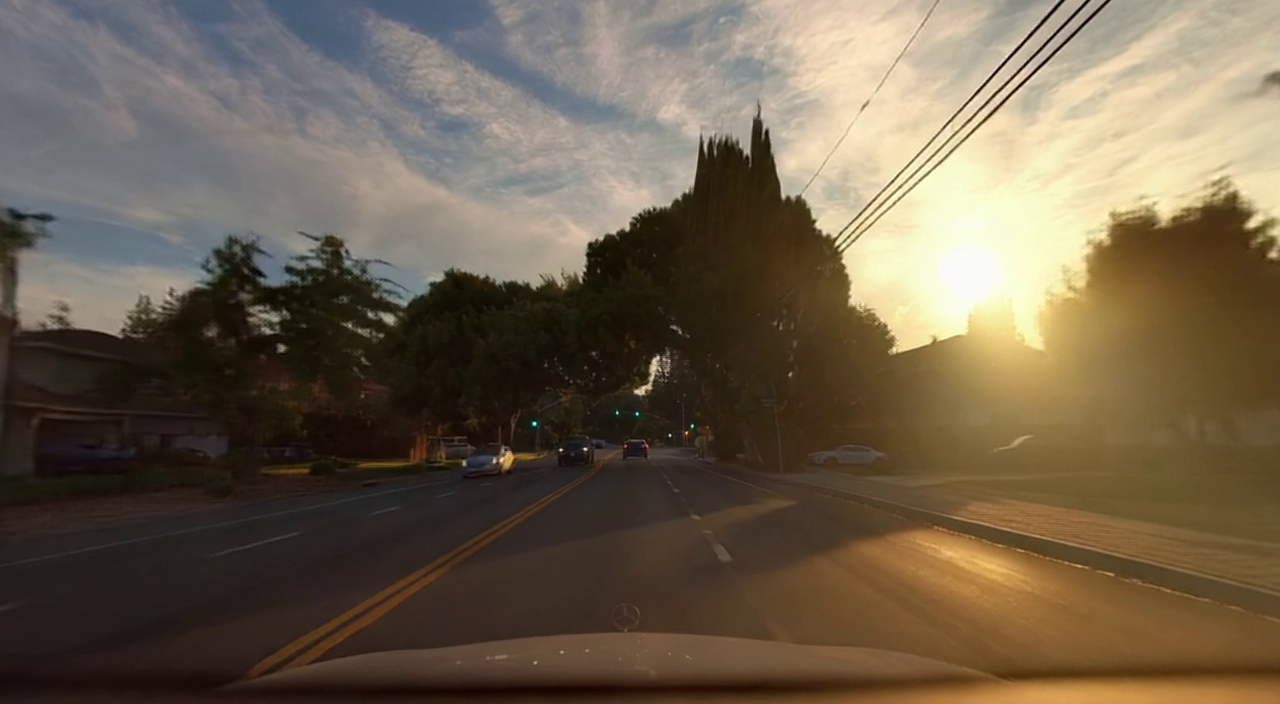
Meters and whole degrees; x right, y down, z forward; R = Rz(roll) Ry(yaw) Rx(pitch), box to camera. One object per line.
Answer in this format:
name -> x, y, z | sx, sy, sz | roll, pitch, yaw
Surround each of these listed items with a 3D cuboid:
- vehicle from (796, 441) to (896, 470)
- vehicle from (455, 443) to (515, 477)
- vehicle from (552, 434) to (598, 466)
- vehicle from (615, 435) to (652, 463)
vehicle -> 11.110, 5.605, 34.289 | 4.697, 1.462, 1.881 | 0, -8, -2
vehicle -> -7.432, 5.210, 30.710 | 1.961, 1.510, 3.827 | 0, -9, 0
vehicle -> -4.185, 6.475, 41.675 | 2.429, 1.953, 5.345 | 0, -9, 1
vehicle -> -0.394, 7.129, 46.382 | 2.554, 1.902, 5.329 | 0, -9, 1
